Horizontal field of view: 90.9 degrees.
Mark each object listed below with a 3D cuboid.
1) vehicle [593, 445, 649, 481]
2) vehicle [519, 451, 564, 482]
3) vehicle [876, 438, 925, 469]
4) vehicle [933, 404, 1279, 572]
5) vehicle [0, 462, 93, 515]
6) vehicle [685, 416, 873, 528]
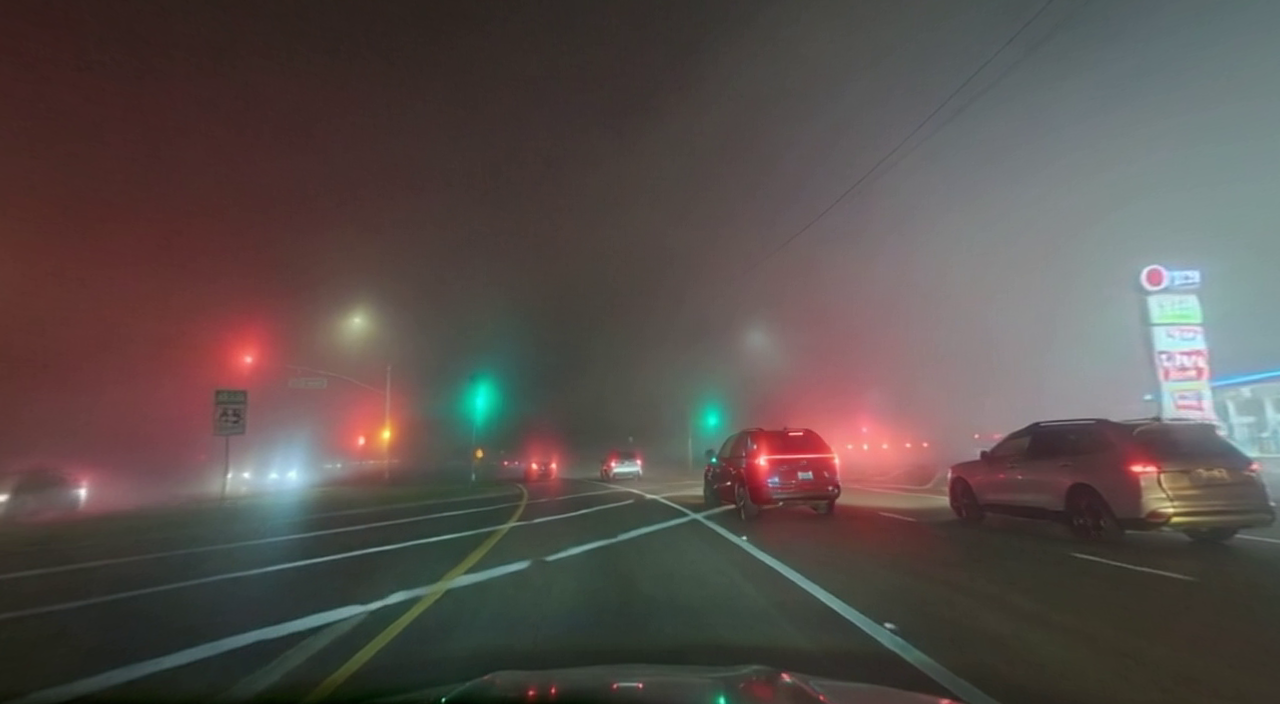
[{"bbox_3d":[-0.995,5.370,30.832,2.012,1.612,4.114,1,-8,-12],"label":"vehicle"},{"bbox_3d":[-5.646,6.454,35.832,2.107,1.527,4.174,2,-8,-15],"label":"vehicle"},{"bbox_3d":[14.115,5.424,33.956,1.945,1.528,5.044,-6,-10,26],"label":"vehicle"},{"bbox_3d":[5.988,1.629,8.369,1.881,1.604,4.289,0,-8,-4],"label":"vehicle"},{"bbox_3d":[-20.861,4.561,21.320,1.821,1.521,3.874,1,-8,-12],"label":"vehicle"},{"bbox_3d":[2.459,2.298,12.726,2.184,1.777,4.712,0,-8,-7],"label":"vehicle"}]
